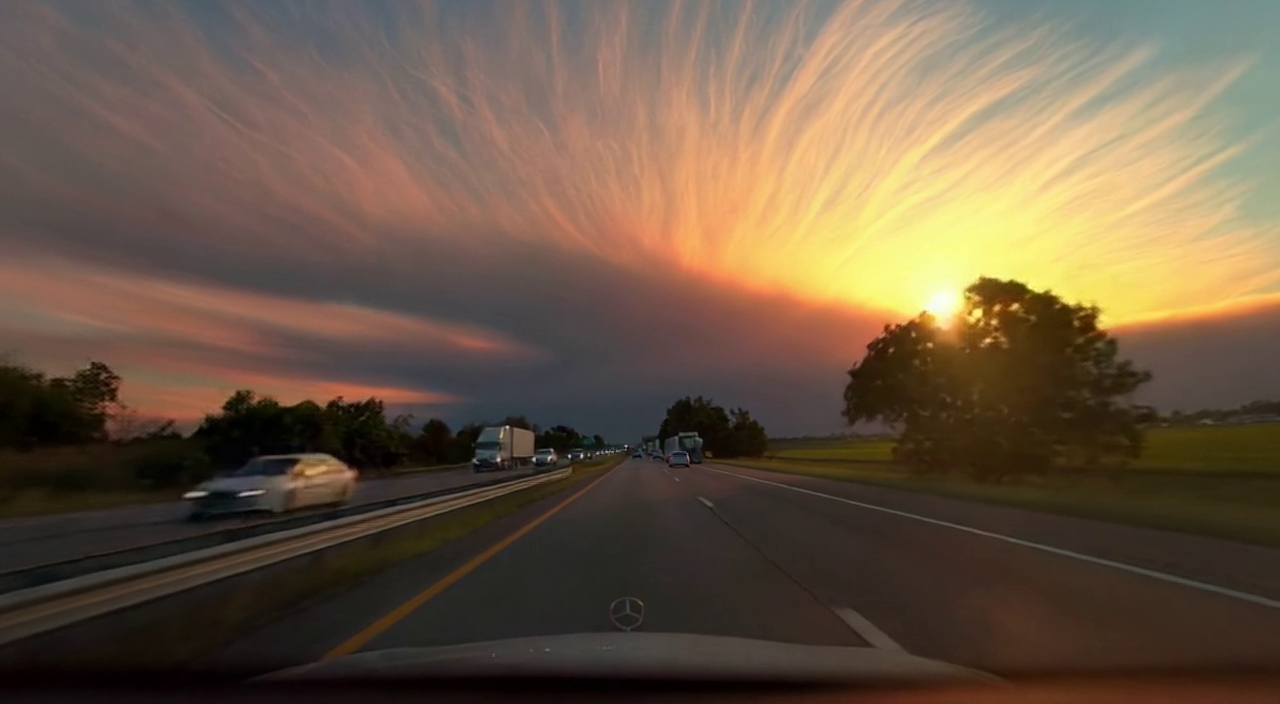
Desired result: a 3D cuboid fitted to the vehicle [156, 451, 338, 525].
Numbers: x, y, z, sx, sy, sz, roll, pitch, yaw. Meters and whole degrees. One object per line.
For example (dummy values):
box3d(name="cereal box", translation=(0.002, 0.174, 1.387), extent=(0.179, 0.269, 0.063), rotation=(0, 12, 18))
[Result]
box3d(name="vehicle", translation=(-8.924, 3.064, 14.743), extent=(1.848, 1.478, 3.697), rotation=(0, -9, 0))

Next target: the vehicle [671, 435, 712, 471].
box3d(name="vehicle", translation=(3.827, 7.727, 48.170), extent=(2.472, 2.562, 5.594), rotation=(0, -9, -2))
